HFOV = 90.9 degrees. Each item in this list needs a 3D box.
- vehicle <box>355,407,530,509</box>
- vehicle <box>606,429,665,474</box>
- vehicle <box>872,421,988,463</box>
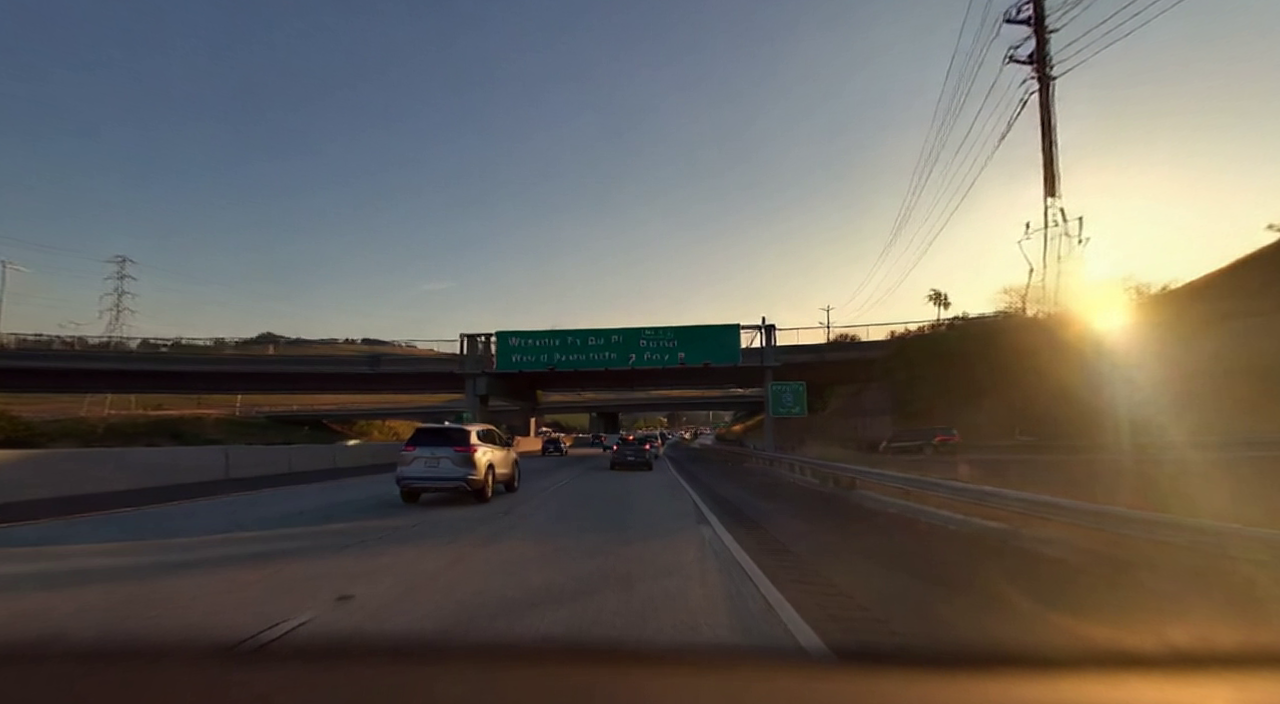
[{"bbox_3d":[-4.032,2.307,14.005,2.228,1.845,4.847,0,-9,1],"label":"vehicle"},{"bbox_3d":[-0.090,4.042,25.706,2.193,1.651,3.946,-1,-9,3],"label":"vehicle"},{"bbox_3d":[19.228,6.076,42.323,2.571,2.571,6.876,4,-10,-25],"label":"vehicle"}]
